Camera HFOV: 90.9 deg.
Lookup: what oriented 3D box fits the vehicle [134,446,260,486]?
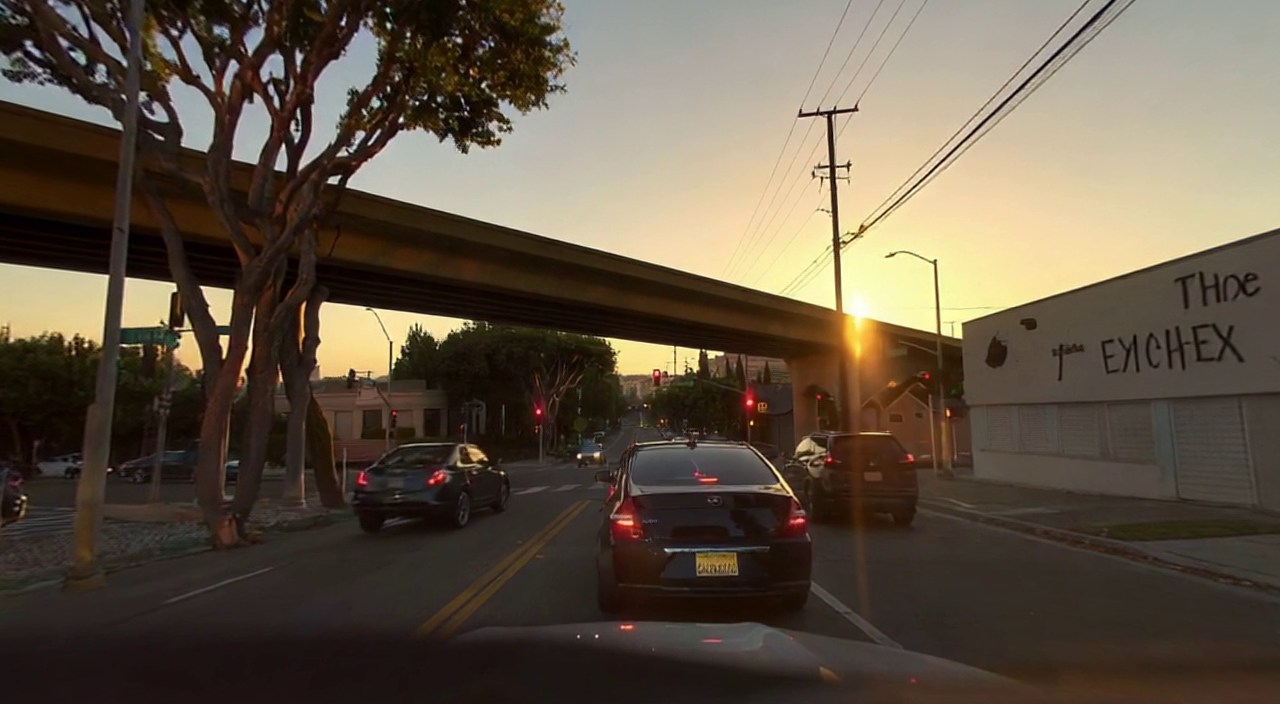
[{"bbox_3d":[-20.795,5.347,29.752,4.474,1.673,2.010,0,-4,1],"label":"vehicle"}]

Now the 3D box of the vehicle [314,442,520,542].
[{"bbox_3d":[-3.857,2.493,12.068,2.082,1.484,4.865,0,-8,1],"label":"vehicle"}]

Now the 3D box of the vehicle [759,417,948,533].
[{"bbox_3d":[3.756,2.247,12.113,2.062,1.781,4.488,0,-8,0],"label":"vehicle"}]

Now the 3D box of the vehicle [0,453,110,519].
[{"bbox_3d":[-17.471,3.536,16.584,1.905,1.644,4.943,-6,-10,35],"label":"vehicle"}]

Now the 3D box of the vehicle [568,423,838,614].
[{"bbox_3d":[0.526,1.612,7.089,2.101,1.467,4.210,0,-8,1],"label":"vehicle"}]
